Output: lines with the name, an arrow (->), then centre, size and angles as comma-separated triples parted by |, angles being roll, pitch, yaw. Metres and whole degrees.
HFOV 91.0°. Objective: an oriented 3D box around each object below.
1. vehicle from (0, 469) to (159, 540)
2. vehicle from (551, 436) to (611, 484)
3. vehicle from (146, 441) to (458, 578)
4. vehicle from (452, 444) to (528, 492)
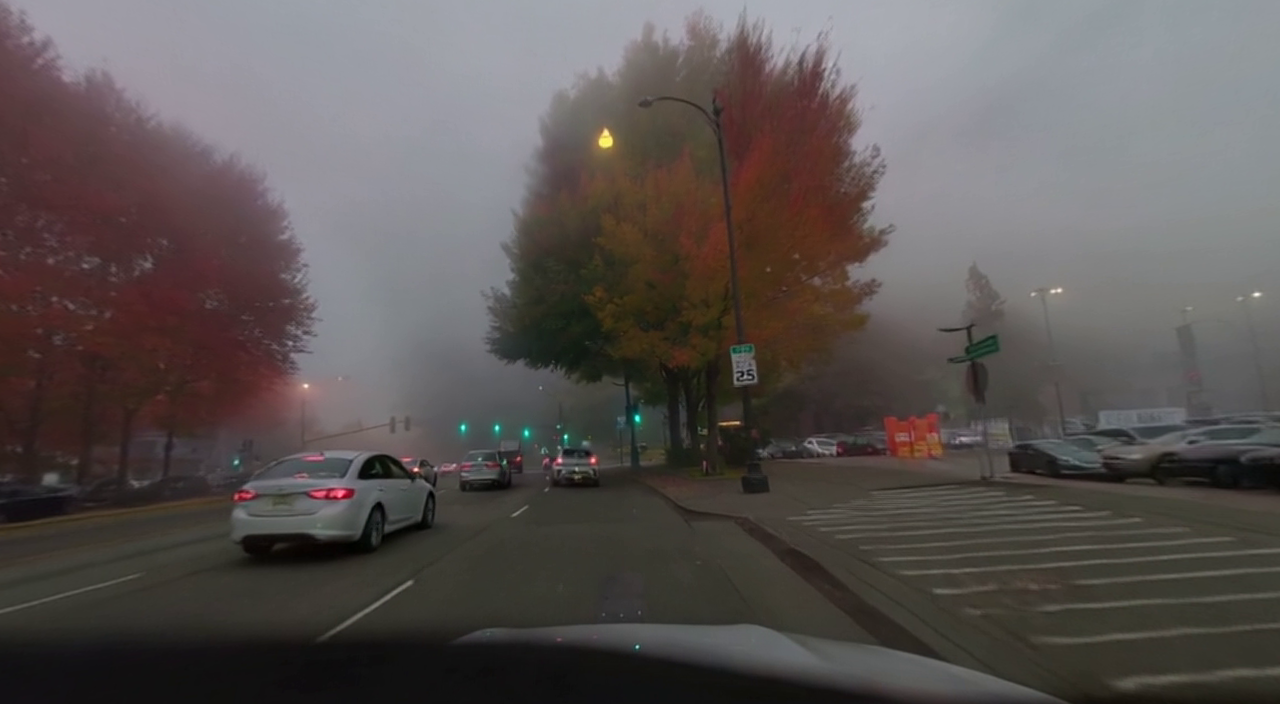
vehicle -> -16.509, 4.185, 17.847 | 1.954, 1.539, 4.690 | 1, -9, 1
vehicle -> -2.377, 4.269, 25.117 | 2.144, 1.704, 4.028 | 2, -9, -6
vehicle -> -4.590, 2.192, 9.832 | 2.090, 1.506, 5.326 | 1, -9, -2
vehicle -> -5.287, 4.139, 22.861 | 1.974, 1.549, 4.603 | 2, -9, -5
